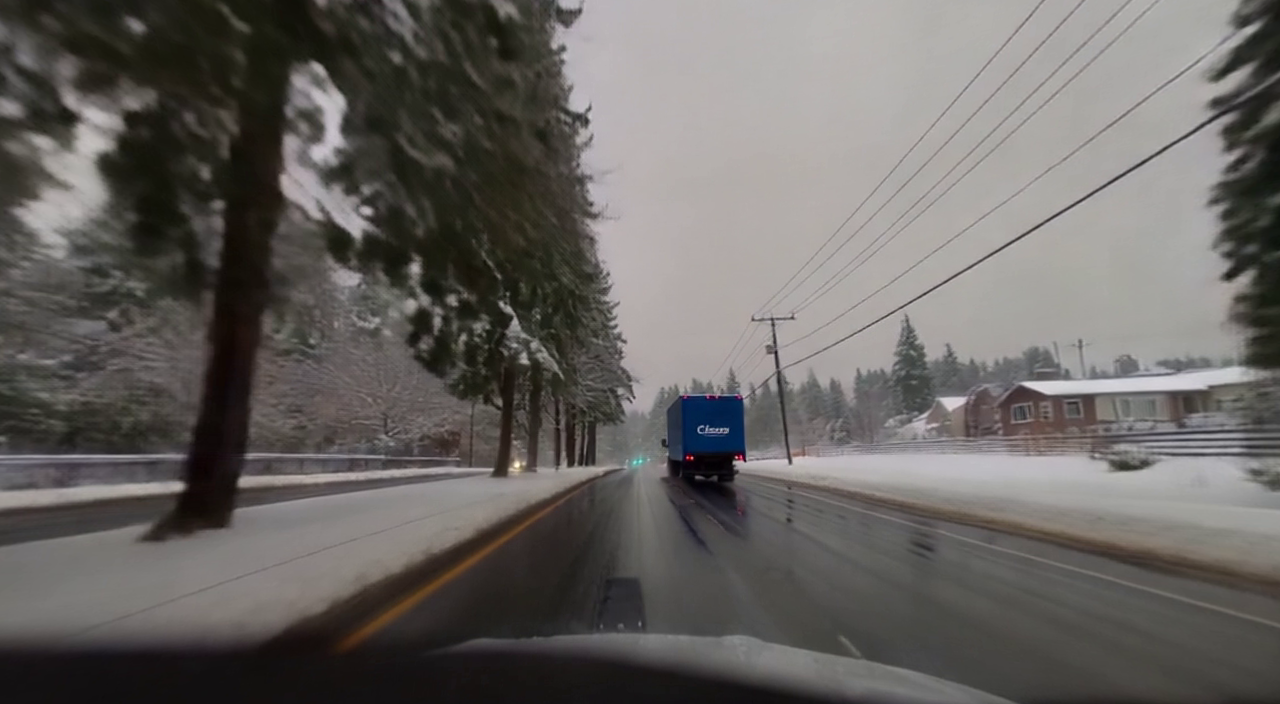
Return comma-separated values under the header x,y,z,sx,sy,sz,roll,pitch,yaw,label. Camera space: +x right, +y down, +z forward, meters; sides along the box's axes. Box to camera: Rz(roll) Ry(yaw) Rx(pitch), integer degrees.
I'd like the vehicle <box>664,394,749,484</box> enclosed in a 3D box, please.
x,y,z,sx,sy,sz,roll,pitch,yaw,label
3.046,4.452,31.819,2.973,3.848,9.336,0,-9,-2,vehicle
